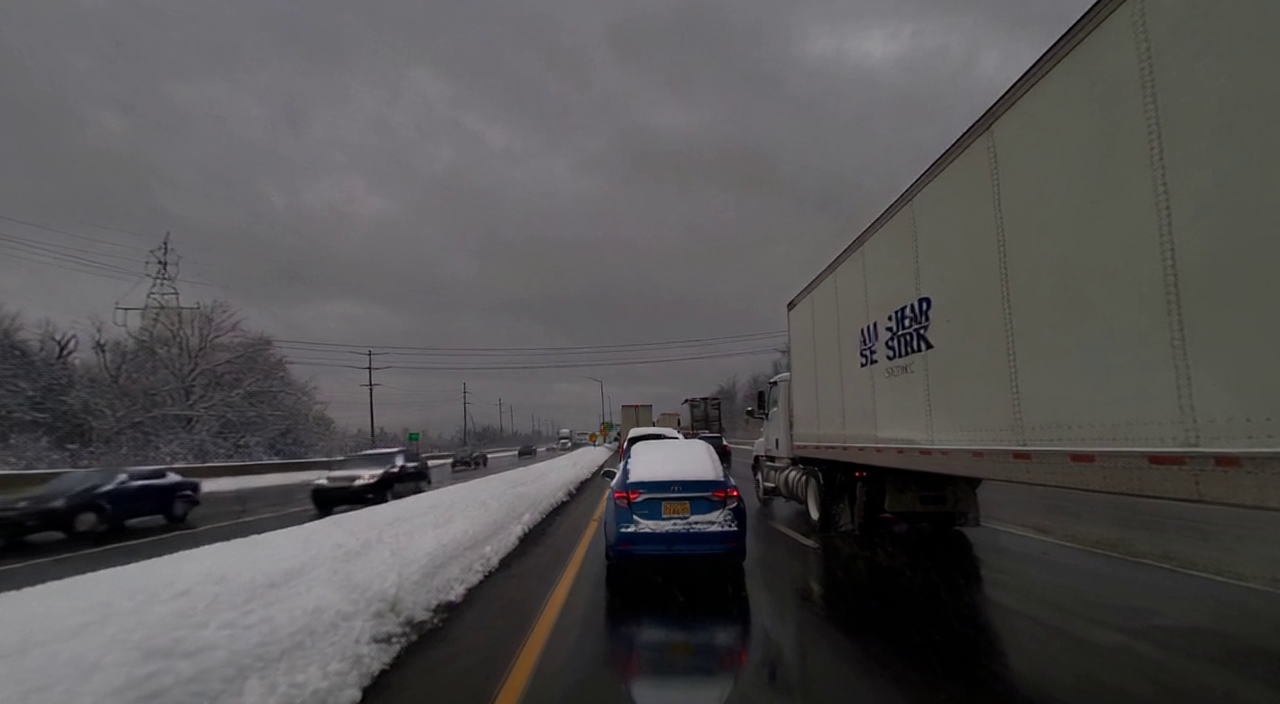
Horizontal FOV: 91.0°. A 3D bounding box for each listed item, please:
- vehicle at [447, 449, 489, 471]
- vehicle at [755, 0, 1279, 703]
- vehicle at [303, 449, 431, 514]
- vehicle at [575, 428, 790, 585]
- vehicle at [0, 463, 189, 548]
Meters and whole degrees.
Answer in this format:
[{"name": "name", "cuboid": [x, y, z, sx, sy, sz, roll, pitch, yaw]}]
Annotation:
[{"name": "vehicle", "cuboid": [-12.545, 7.887, 46.238, 1.853, 1.445, 4.478, -1, -8, -1]}, {"name": "vehicle", "cuboid": [4.152, 0.132, 5.832, 3.138, 4.065, 14.276, 0, -8, -1]}, {"name": "vehicle", "cuboid": [-8.007, 3.794, 18.975, 1.991, 1.629, 4.259, -1, -8, -1]}, {"name": "vehicle", "cuboid": [0.339, 1.723, 7.846, 2.045, 1.446, 3.597, 0, -8, -2]}, {"name": "vehicle", "cuboid": [-12.093, 3.211, 13.688, 1.795, 1.441, 3.759, -1, -8, -1]}]
